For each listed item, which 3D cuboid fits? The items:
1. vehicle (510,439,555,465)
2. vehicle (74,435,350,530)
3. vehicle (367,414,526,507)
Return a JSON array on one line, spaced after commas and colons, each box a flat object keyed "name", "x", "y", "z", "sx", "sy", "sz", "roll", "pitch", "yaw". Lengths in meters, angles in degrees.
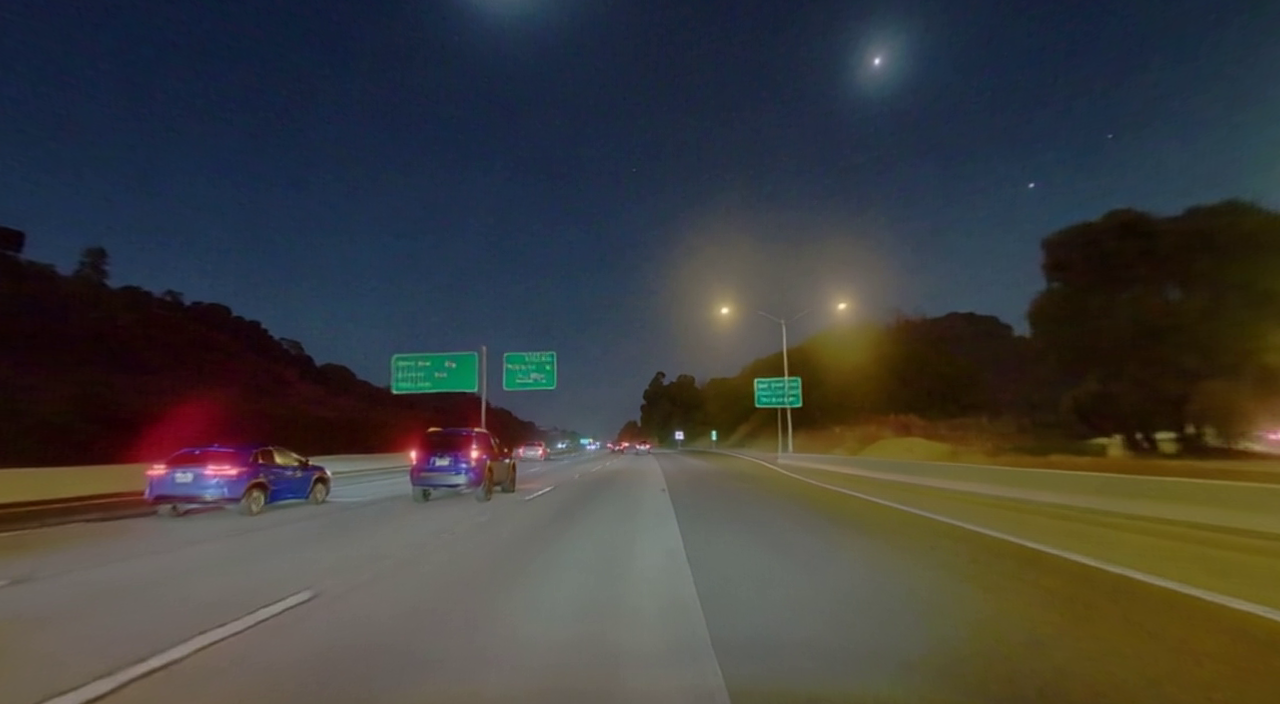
[{"name": "vehicle", "x": -7.100, "y": 6.660, "z": 42.074, "sx": 2.069, "sy": 1.636, "sz": 4.483, "roll": 0, "pitch": -9, "yaw": 2}, {"name": "vehicle", "x": -8.082, "y": 2.490, "z": 12.693, "sx": 1.984, "sy": 1.508, "sz": 4.935, "roll": 0, "pitch": -9, "yaw": 2}, {"name": "vehicle", "x": -4.515, "y": 2.648, "z": 15.716, "sx": 2.219, "sy": 1.947, "sz": 4.924, "roll": 0, "pitch": -9, "yaw": 2}]
